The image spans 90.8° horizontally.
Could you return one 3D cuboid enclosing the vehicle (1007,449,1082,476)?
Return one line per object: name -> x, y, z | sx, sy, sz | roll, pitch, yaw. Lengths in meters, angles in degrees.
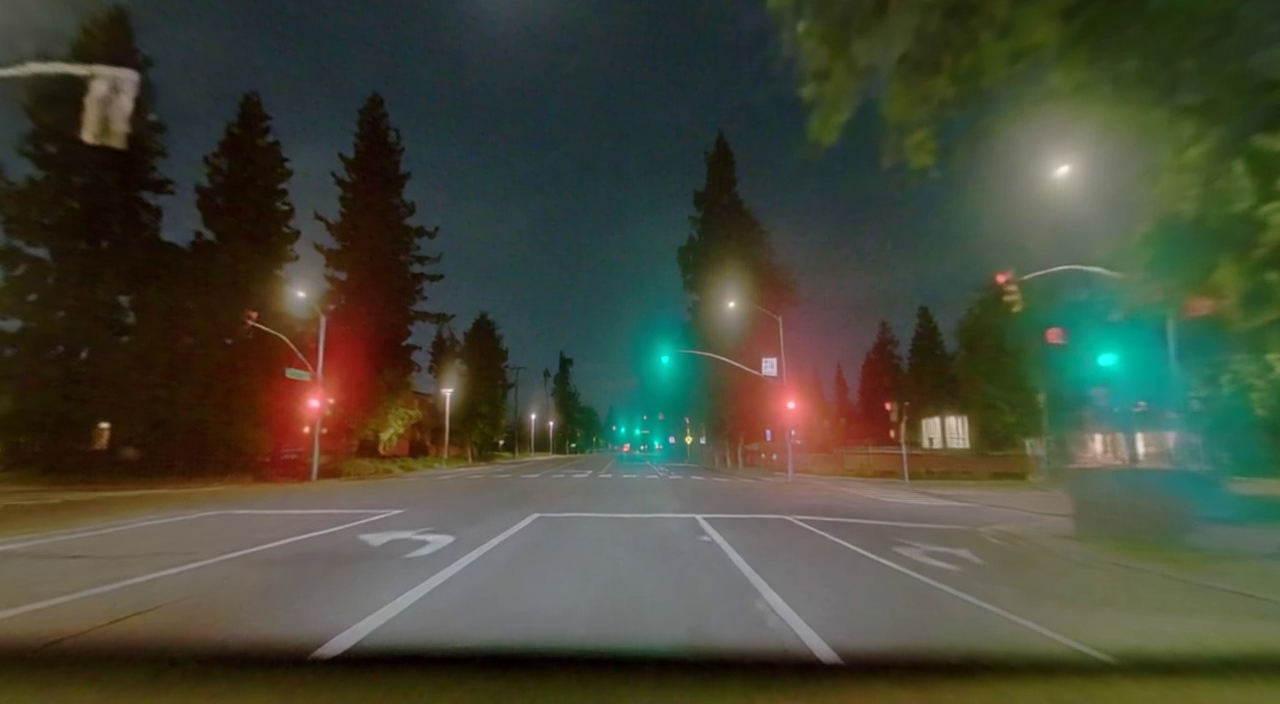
vehicle -> 26.740, 7.283, 41.771 | 3.878, 1.462, 1.783 | 4, -7, -5
